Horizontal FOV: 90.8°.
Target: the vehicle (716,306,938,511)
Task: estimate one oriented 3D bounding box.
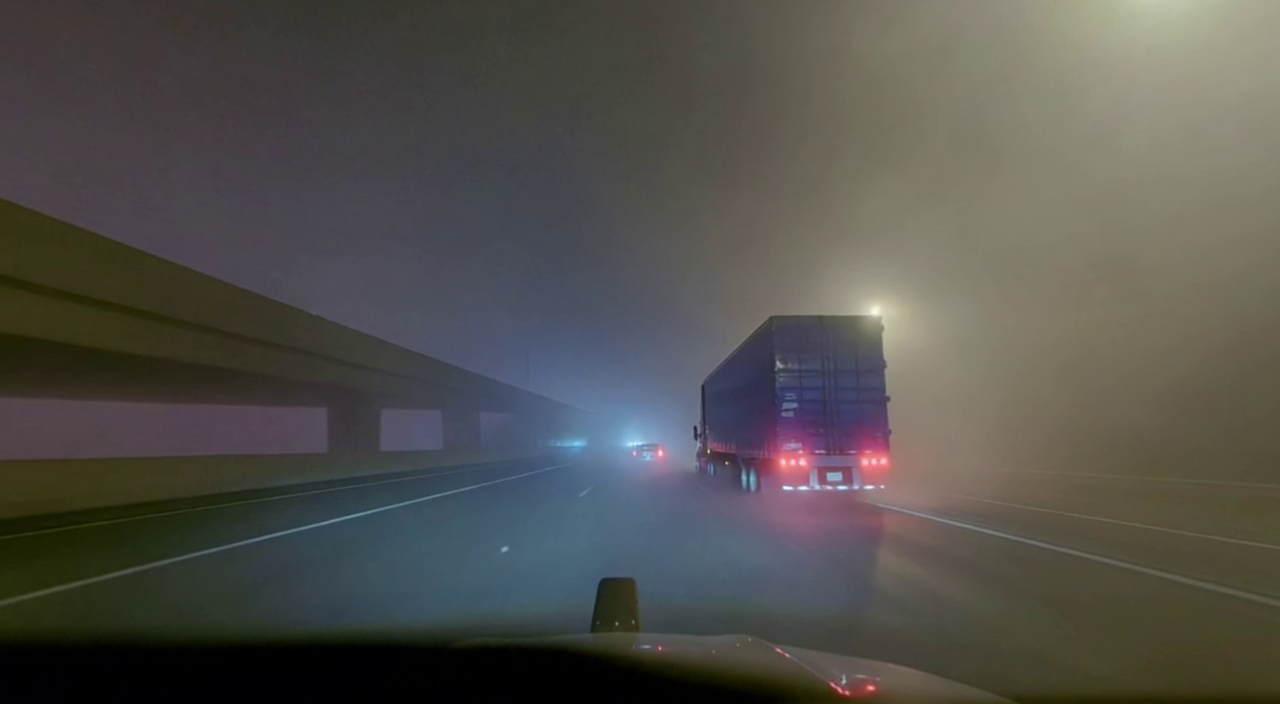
[{"bbox_3d":[4.280,1.818,17.573,2.964,4.063,10.072,0,-9,0],"label":"vehicle"}]

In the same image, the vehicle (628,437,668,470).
[{"bbox_3d":[0.447,5.691,35.481,2.077,1.716,4.514,0,-9,1],"label":"vehicle"}]
